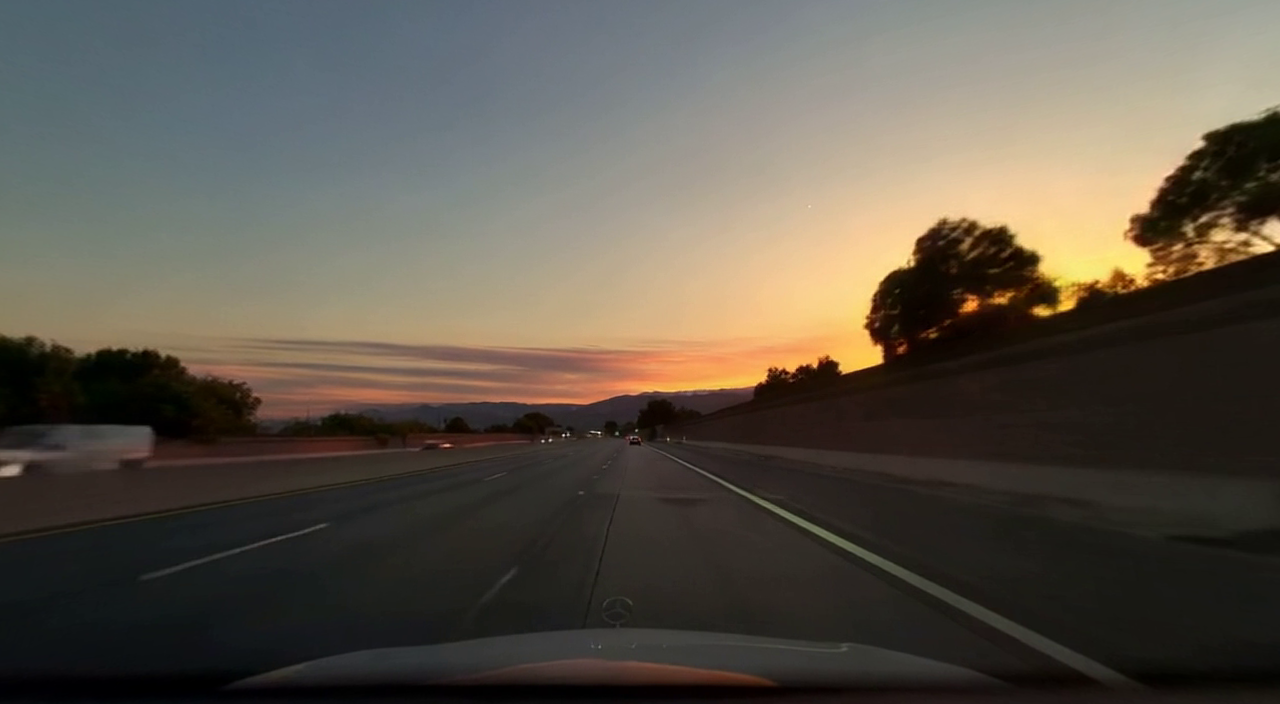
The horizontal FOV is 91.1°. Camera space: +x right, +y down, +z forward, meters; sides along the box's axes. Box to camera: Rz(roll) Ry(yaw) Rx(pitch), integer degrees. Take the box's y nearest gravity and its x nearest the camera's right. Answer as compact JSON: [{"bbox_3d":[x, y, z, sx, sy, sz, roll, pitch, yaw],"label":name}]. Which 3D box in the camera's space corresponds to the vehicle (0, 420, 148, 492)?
[{"bbox_3d":[-23.007,3.957,24.427,2.309,2.415,6.756,0,-8,-1],"label":"vehicle"}]
